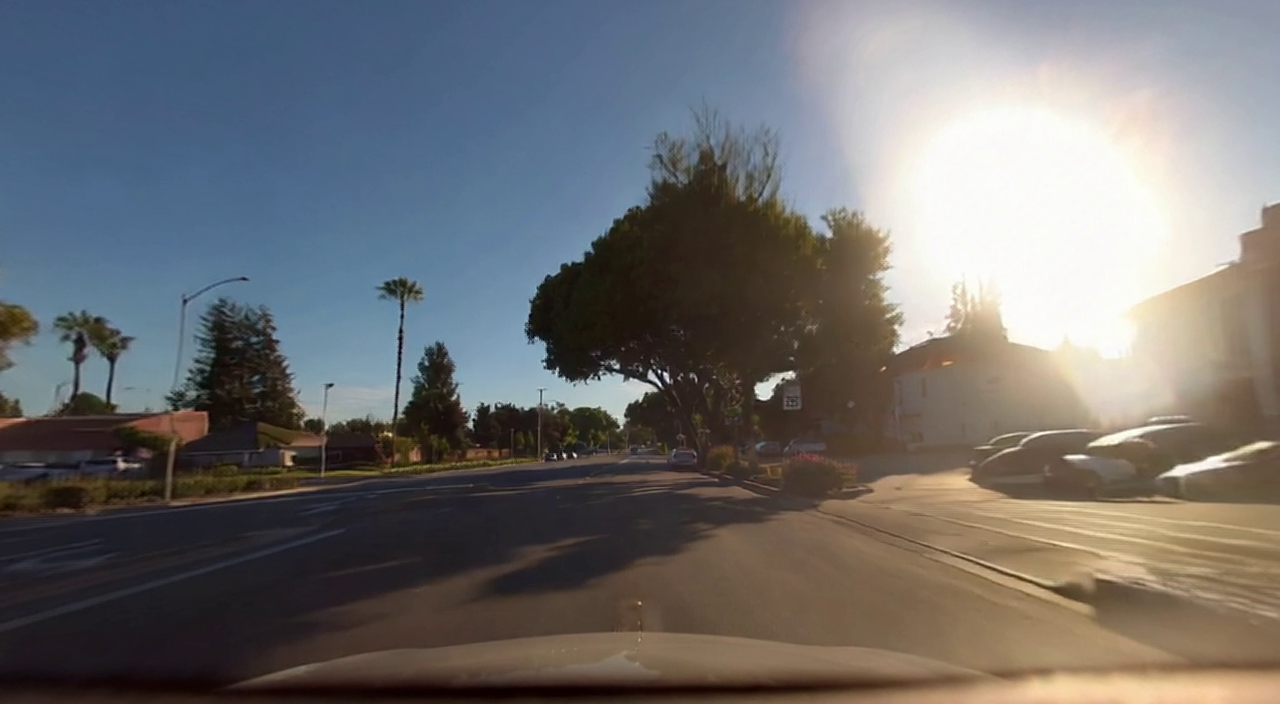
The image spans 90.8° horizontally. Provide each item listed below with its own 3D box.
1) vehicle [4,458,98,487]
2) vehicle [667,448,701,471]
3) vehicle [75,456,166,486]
[{"bbox_3d":[-41.563,8.504,44.737,2.105,1.834,4.518,0,-8,3],"label":"vehicle"},{"bbox_3d":[3.108,7.763,45.919,2.080,1.503,4.821,0,-8,-1],"label":"vehicle"},{"bbox_3d":[-36.046,8.246,44.047,2.007,1.822,4.919,0,-8,2],"label":"vehicle"}]
